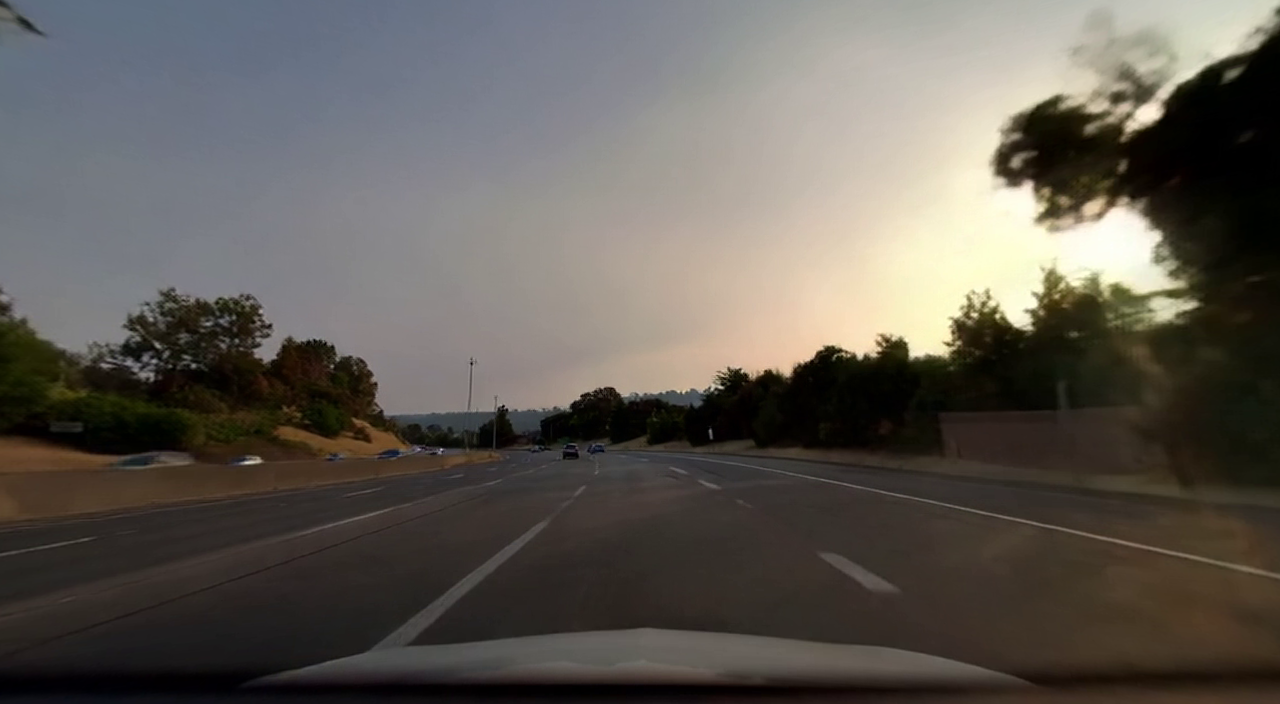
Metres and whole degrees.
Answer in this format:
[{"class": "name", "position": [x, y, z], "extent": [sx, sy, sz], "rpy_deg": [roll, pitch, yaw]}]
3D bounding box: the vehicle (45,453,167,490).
[{"class": "vehicle", "position": [-26.416, 5.877, 31.465], "extent": [2.216, 1.591, 4.677], "rpy_deg": [0, -8, -4]}]
